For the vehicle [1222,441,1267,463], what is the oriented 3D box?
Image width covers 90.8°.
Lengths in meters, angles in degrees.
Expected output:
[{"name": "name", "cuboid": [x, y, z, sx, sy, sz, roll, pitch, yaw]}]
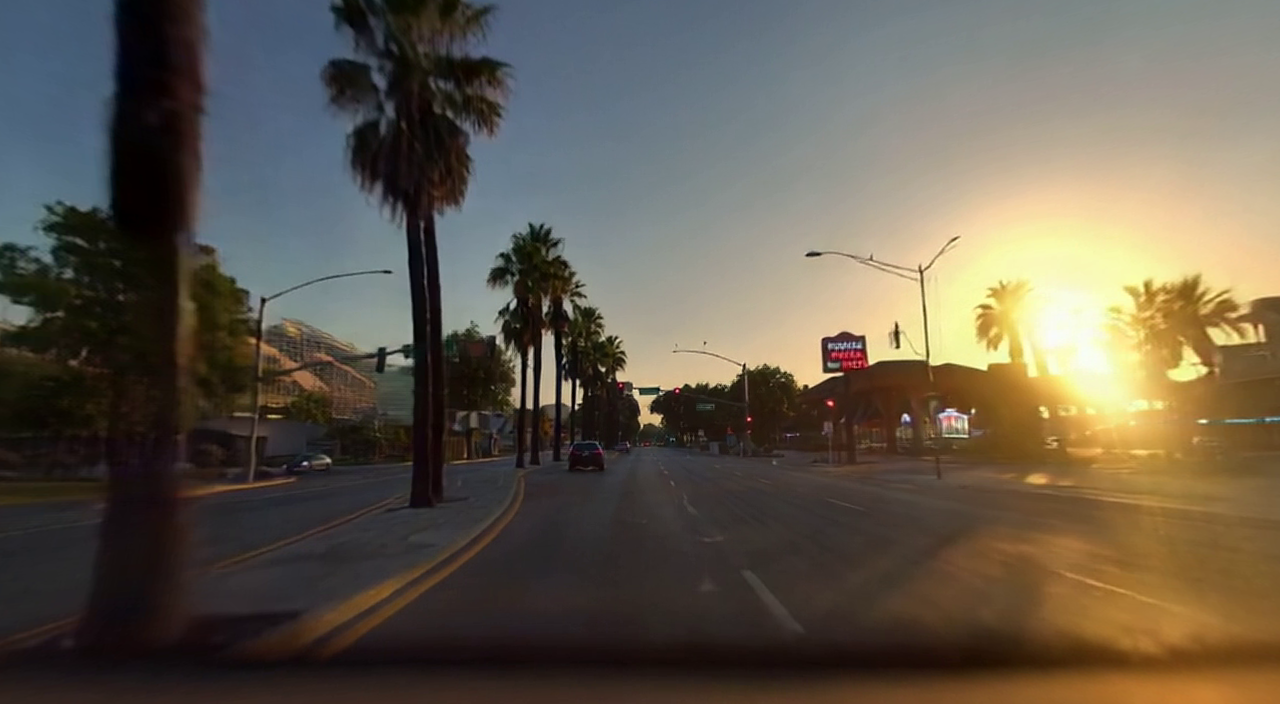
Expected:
[{"name": "vehicle", "cuboid": [41.343, 6.842, 43.277, 1.821, 1.442, 3.914, -7, -11, 39]}]

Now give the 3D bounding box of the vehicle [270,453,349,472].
[{"name": "vehicle", "cuboid": [-25.016, 8.370, 47.945, 4.854, 1.406, 2.060, 0, -8, 1]}]

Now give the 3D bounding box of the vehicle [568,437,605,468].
[{"name": "vehicle", "cuboid": [-3.019, 5.740, 36.213, 1.990, 1.639, 3.885, 0, -8, -4]}]

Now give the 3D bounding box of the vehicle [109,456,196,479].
[{"name": "vehicle", "cuboid": [-34.451, 8.164, 44.716, 4.567, 1.460, 1.917, 0, -8, 0]}]
